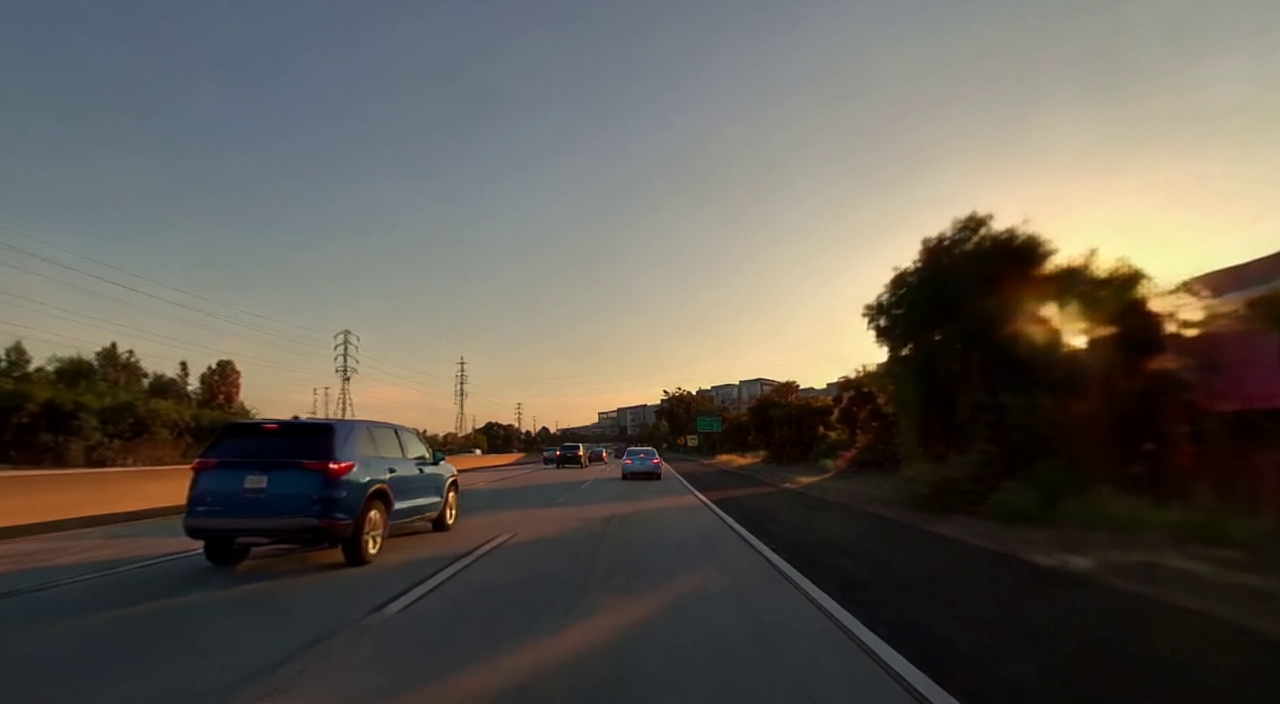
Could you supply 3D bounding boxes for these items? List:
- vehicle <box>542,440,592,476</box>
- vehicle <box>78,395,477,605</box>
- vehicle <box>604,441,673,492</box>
[{"bbox_3d":[-3.662,5.394,32.405,1.993,1.717,4.321,-1,-8,1],"label":"vehicle"},{"bbox_3d":[-3.718,1.611,7.755,2.133,1.789,4.518,-1,-8,1],"label":"vehicle"},{"bbox_3d":[-0.047,3.695,20.696,2.047,1.473,3.978,0,-8,0],"label":"vehicle"}]
